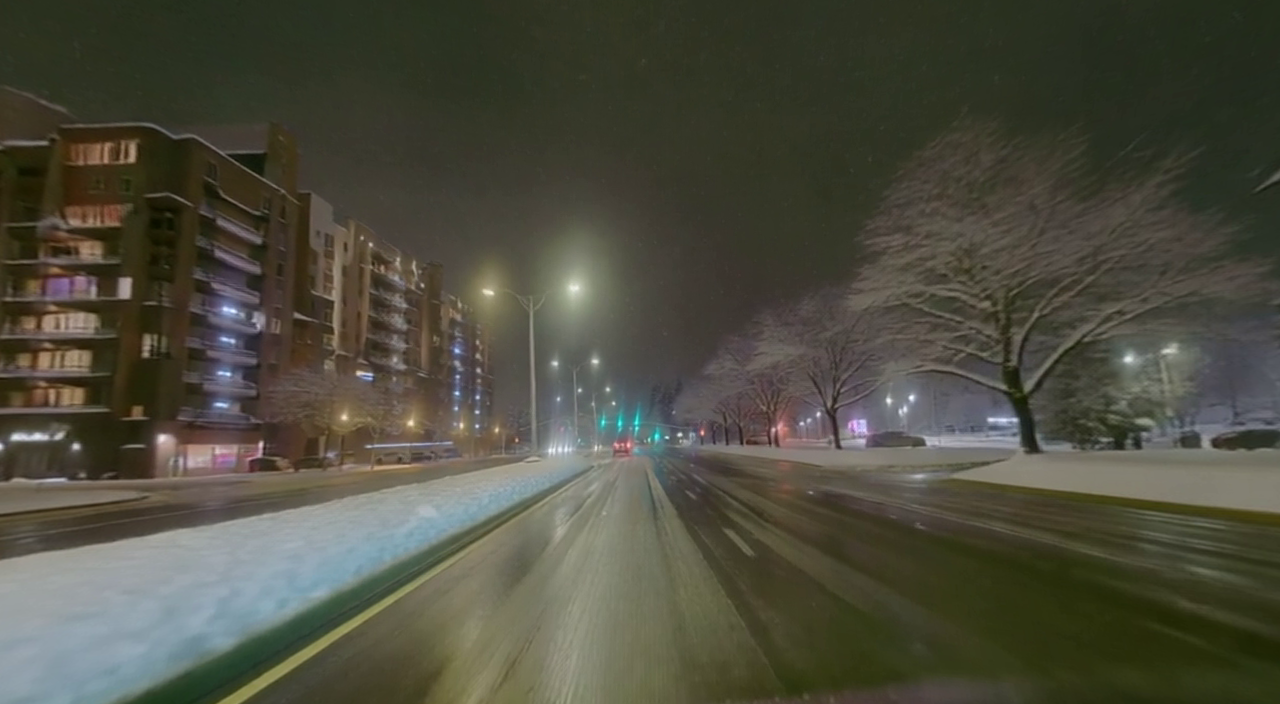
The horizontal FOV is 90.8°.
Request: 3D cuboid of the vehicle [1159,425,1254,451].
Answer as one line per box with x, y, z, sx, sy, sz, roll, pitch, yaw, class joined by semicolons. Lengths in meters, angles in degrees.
35.903;5.476;40.236;1.858;1.507;4.593;1;-7;1;vehicle
